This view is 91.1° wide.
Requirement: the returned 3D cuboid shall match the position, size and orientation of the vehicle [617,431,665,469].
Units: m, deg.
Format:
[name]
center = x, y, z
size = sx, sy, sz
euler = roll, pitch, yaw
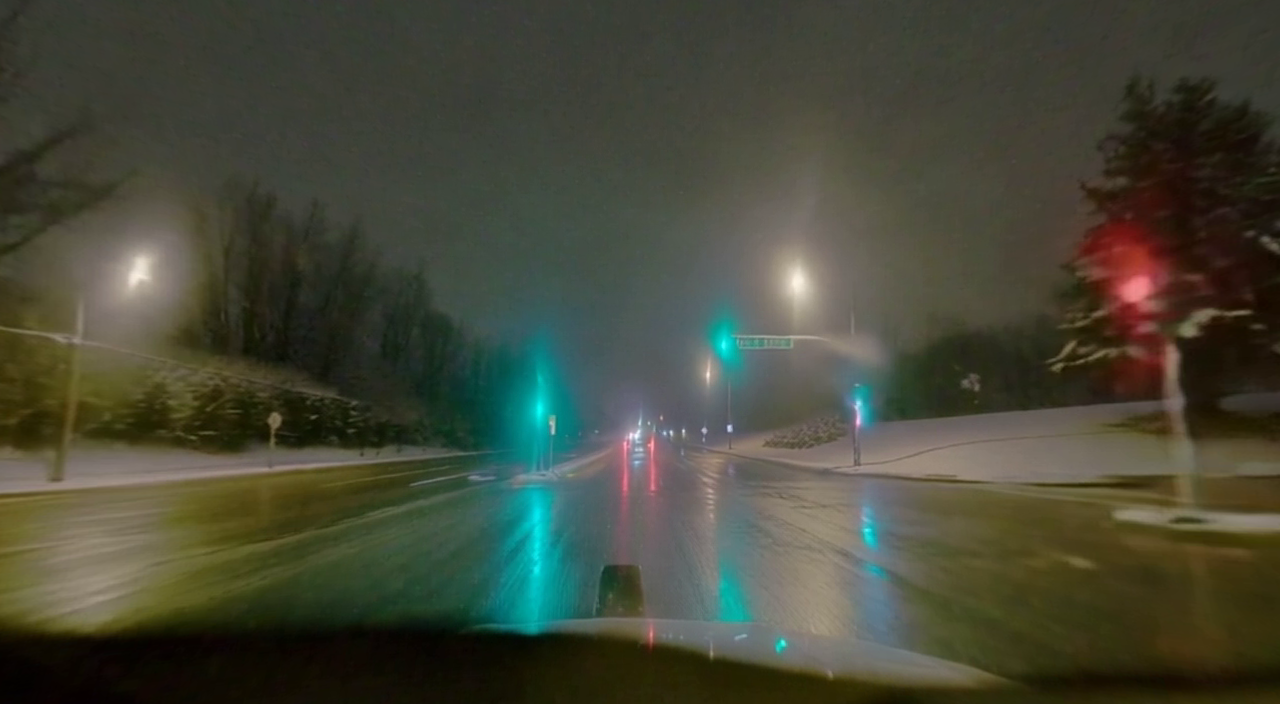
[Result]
[vehicle]
center = 0.050, 4.902, 31.554
size = 2.256, 1.734, 4.176
euler = 0, -8, 0
